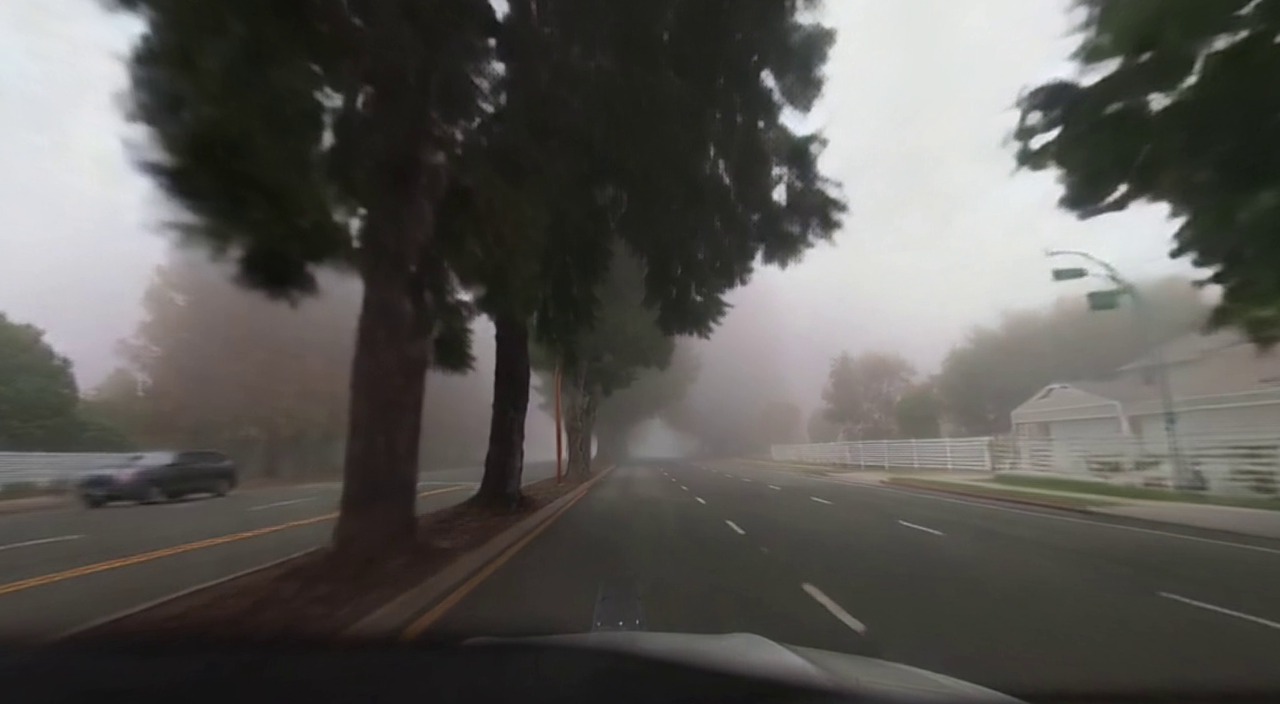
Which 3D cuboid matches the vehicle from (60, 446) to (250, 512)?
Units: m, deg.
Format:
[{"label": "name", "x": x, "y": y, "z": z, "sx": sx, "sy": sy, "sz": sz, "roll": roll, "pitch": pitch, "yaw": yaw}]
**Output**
[{"label": "vehicle", "x": -14.348, "y": 3.730, "z": 19.142, "sx": 1.919, "sy": 1.700, "sz": 4.685, "roll": 0, "pitch": -8, "yaw": 1}]
